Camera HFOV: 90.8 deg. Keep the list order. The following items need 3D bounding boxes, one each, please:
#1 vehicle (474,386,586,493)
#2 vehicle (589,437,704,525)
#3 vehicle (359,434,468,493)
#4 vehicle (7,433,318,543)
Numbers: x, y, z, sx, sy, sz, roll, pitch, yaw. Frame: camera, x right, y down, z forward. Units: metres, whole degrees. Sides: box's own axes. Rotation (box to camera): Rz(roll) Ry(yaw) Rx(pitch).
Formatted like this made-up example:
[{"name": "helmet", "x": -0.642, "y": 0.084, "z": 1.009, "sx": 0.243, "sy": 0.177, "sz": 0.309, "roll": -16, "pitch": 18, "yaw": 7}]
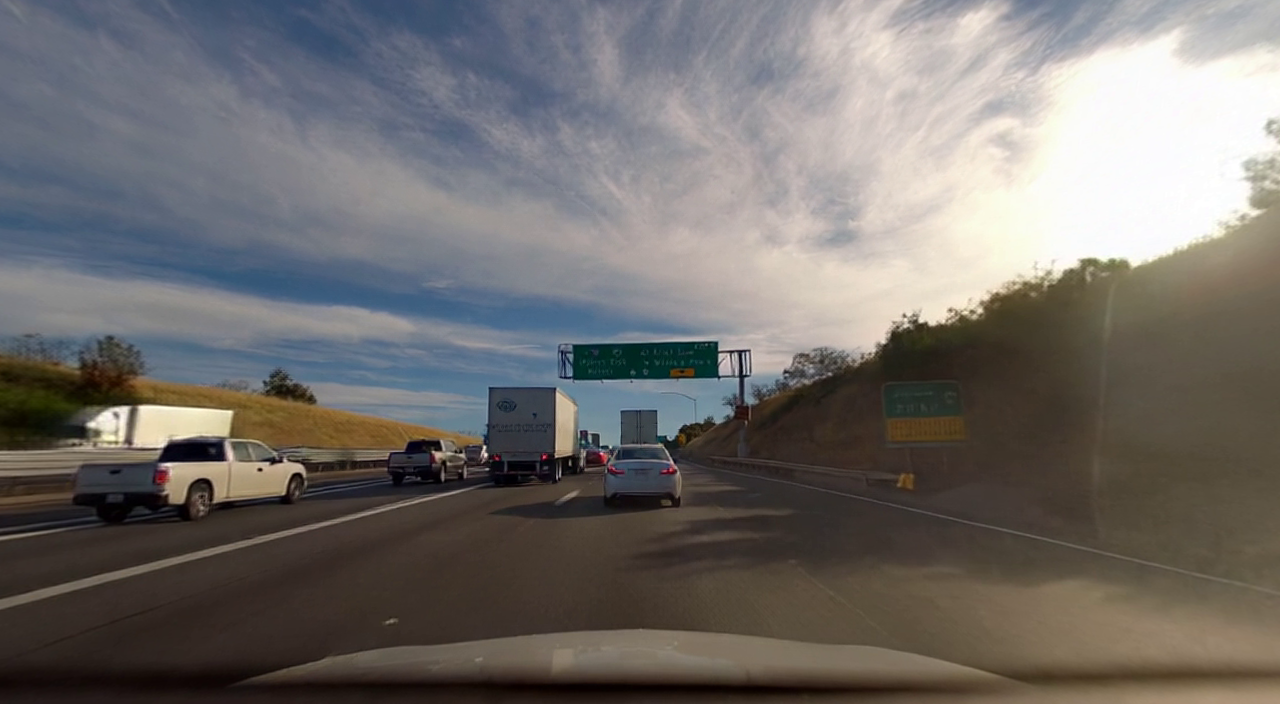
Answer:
[{"name": "vehicle", "x": -3.773, "y": 3.309, "z": 23.599, "sx": 2.812, "sy": 3.342, "sz": 7.248, "roll": -1, "pitch": -9, "yaw": 1}, {"name": "vehicle", "x": 0.072, "y": 2.498, "z": 12.665, "sx": 1.995, "sy": 1.495, "sz": 3.380, "roll": 0, "pitch": -9, "yaw": -1}, {"name": "vehicle", "x": -7.388, "y": 3.687, "z": 21.145, "sx": 1.952, "sy": 1.746, "sz": 4.332, "roll": -1, "pitch": -9, "yaw": 1}, {"name": "vehicle", "x": -7.926, "y": 2.279, "z": 11.250, "sx": 1.879, "sy": 1.521, "sz": 4.623, "roll": -1, "pitch": -9, "yaw": 1}]
